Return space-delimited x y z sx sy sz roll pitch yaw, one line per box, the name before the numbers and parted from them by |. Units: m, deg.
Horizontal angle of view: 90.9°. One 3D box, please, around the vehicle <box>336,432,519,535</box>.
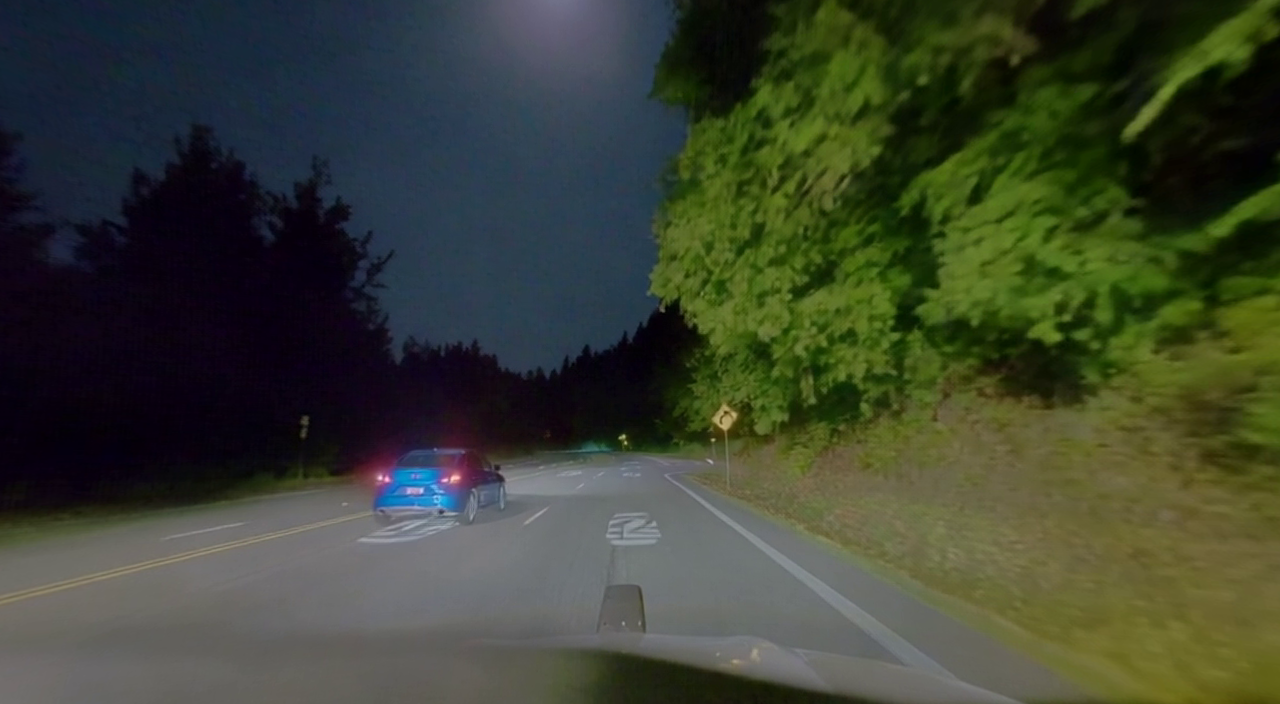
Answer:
vehicle | -3.747 2.402 12.014 2.078 1.607 3.959 0 -9 0
